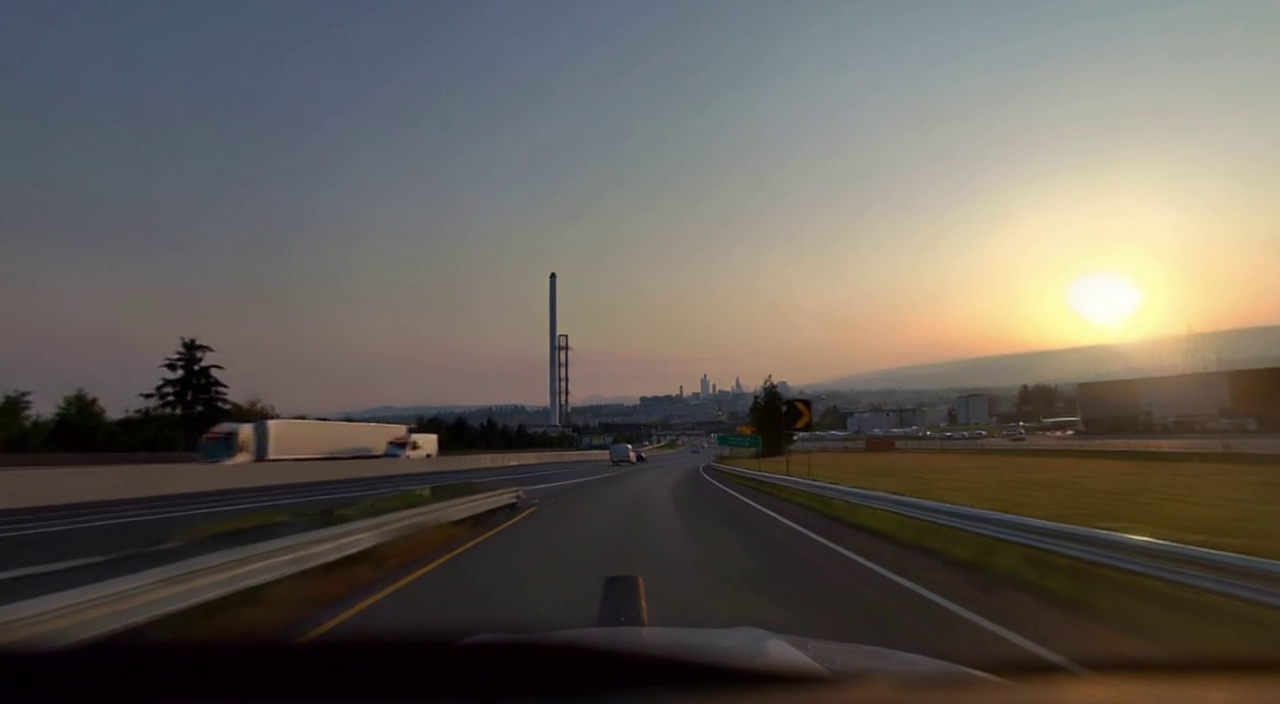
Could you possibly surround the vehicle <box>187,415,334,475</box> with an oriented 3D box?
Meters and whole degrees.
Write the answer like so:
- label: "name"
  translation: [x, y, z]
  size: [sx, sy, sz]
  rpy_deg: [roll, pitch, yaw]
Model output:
- label: "vehicle"
  translation: [-27.256, 6.882, 46.291]
  size: [2.902, 3.853, 10.705]
  rpy_deg: [-2, -9, 8]
